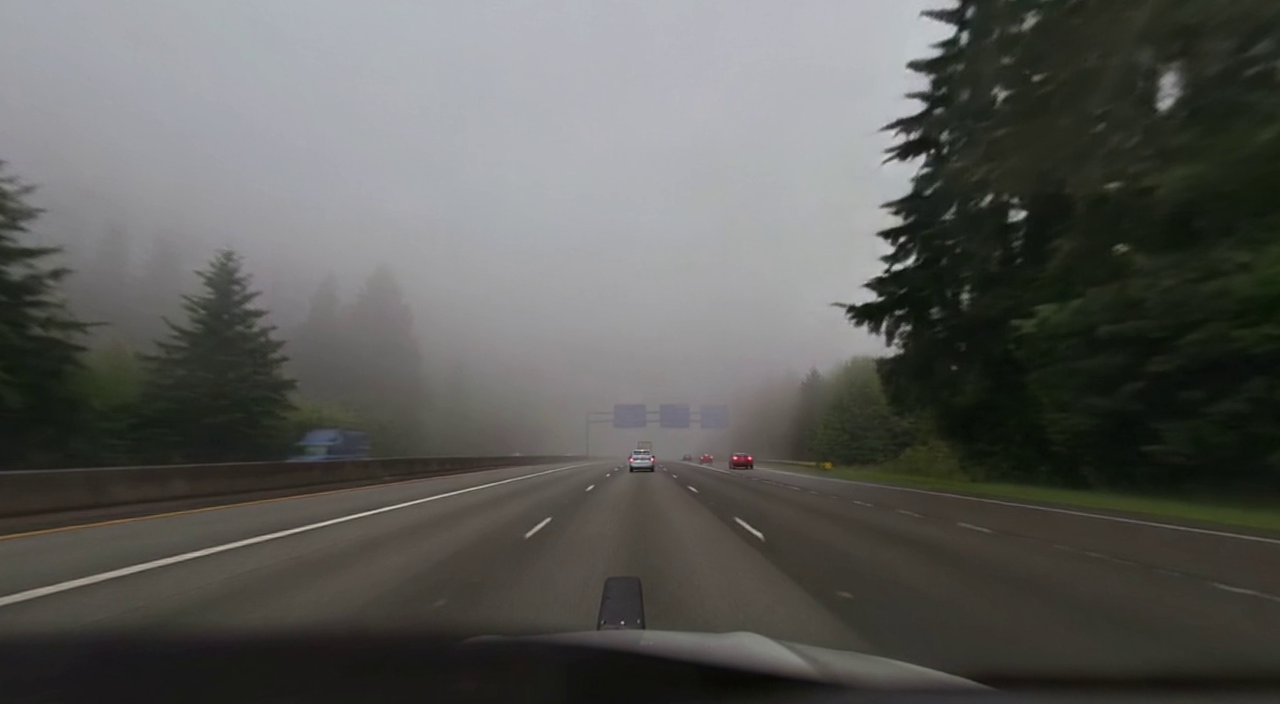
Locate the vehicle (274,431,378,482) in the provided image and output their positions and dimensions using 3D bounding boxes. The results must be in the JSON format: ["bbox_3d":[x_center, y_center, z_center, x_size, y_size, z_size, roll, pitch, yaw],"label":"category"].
[{"bbox_3d":[-18.246,6.122,37.190,2.512,2.670,6.751,0,-9,1],"label":"vehicle"}]

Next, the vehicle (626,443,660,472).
[{"bbox_3d":[0.205,7.097,42.595,2.167,1.847,4.097,0,-9,0],"label":"vehicle"}]
